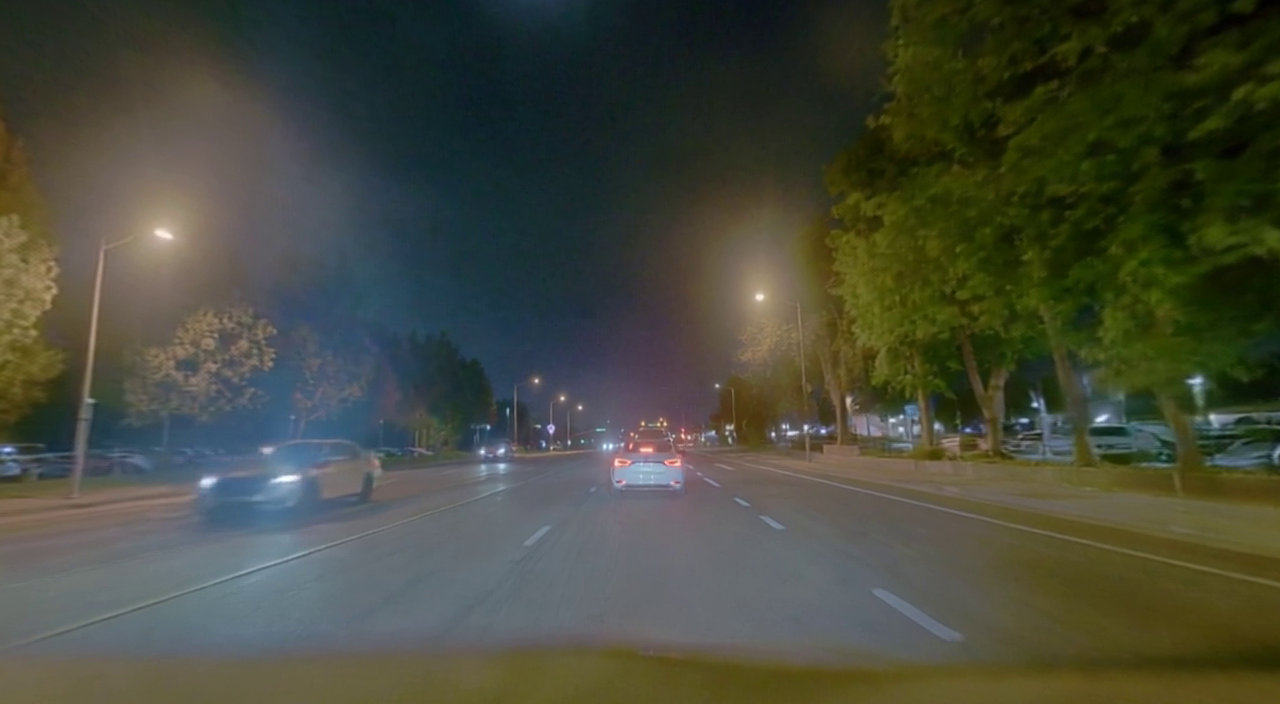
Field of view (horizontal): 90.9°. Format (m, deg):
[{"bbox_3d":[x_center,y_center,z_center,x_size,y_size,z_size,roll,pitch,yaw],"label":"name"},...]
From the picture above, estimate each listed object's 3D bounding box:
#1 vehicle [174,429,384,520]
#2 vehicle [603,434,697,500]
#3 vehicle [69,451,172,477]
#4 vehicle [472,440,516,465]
[{"bbox_3d":[-8.180,2.794,15.033,2.131,1.778,4.912,0,-8,-1],"label":"vehicle"},{"bbox_3d":[0.187,2.880,16.190,2.093,1.442,3.977,0,-8,-1],"label":"vehicle"},{"bbox_3d":[-30.515,6.589,37.152,4.356,1.444,1.819,0,-8,-1],"label":"vehicle"},{"bbox_3d":[-11.117,7.658,48.231,2.066,1.753,4.559,-1,-8,3],"label":"vehicle"}]
